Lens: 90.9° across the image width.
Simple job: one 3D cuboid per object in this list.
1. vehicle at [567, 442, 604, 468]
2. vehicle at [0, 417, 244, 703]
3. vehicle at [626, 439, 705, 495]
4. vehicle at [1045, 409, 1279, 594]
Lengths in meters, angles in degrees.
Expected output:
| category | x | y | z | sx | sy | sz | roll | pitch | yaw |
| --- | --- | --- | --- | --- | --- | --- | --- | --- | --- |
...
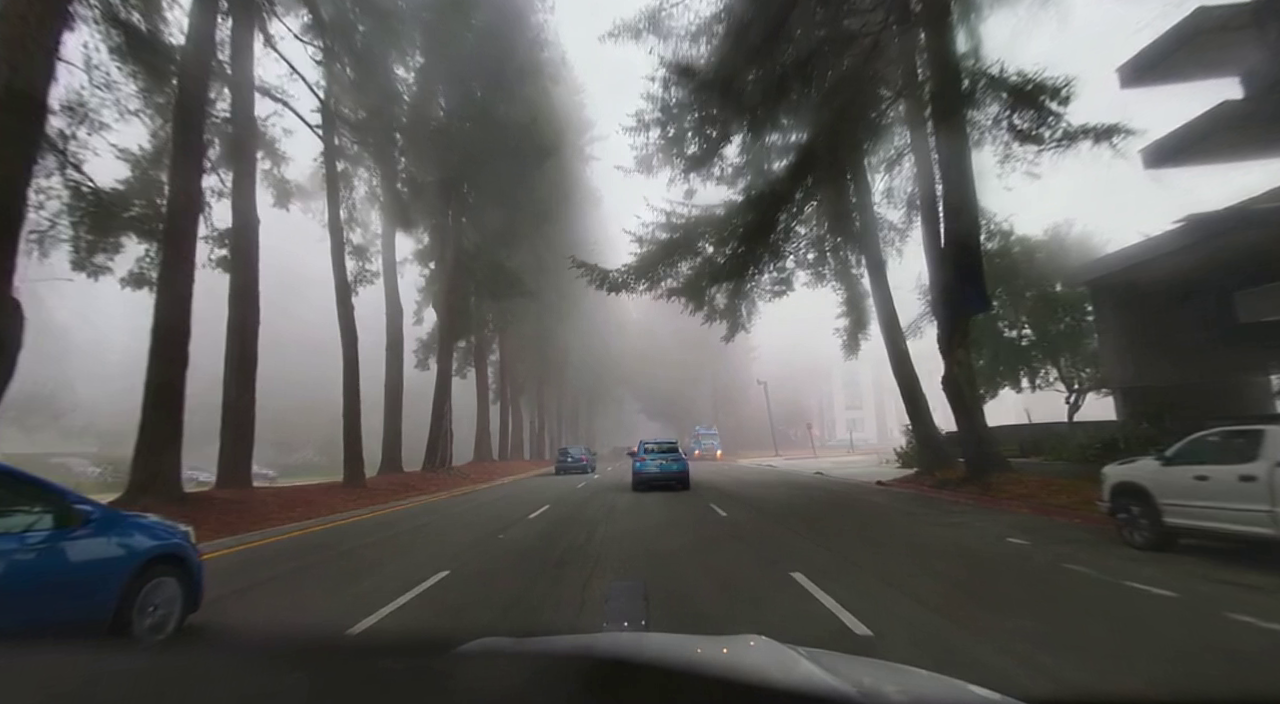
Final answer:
| category | x | y | z | sx | sy | sz | roll | pitch | yaw |
| --- | --- | --- | --- | --- | --- | --- | --- | --- | --- |
| vehicle | -3.642 | 6.988 | 43.024 | 2.062 | 1.641 | 4.193 | 0 | -9 | 1 |
| vehicle | -4.088 | 1.010 | 2.416 | 2.003 | 1.507 | 4.808 | -2 | -8 | 1 |
| vehicle | 0.654 | 3.326 | 18.628 | 2.086 | 1.466 | 4.026 | 0 | -9 | -1 |
| vehicle | 6.437 | 1.407 | 6.312 | 1.952 | 1.554 | 4.322 | -1 | -9 | 2 |
